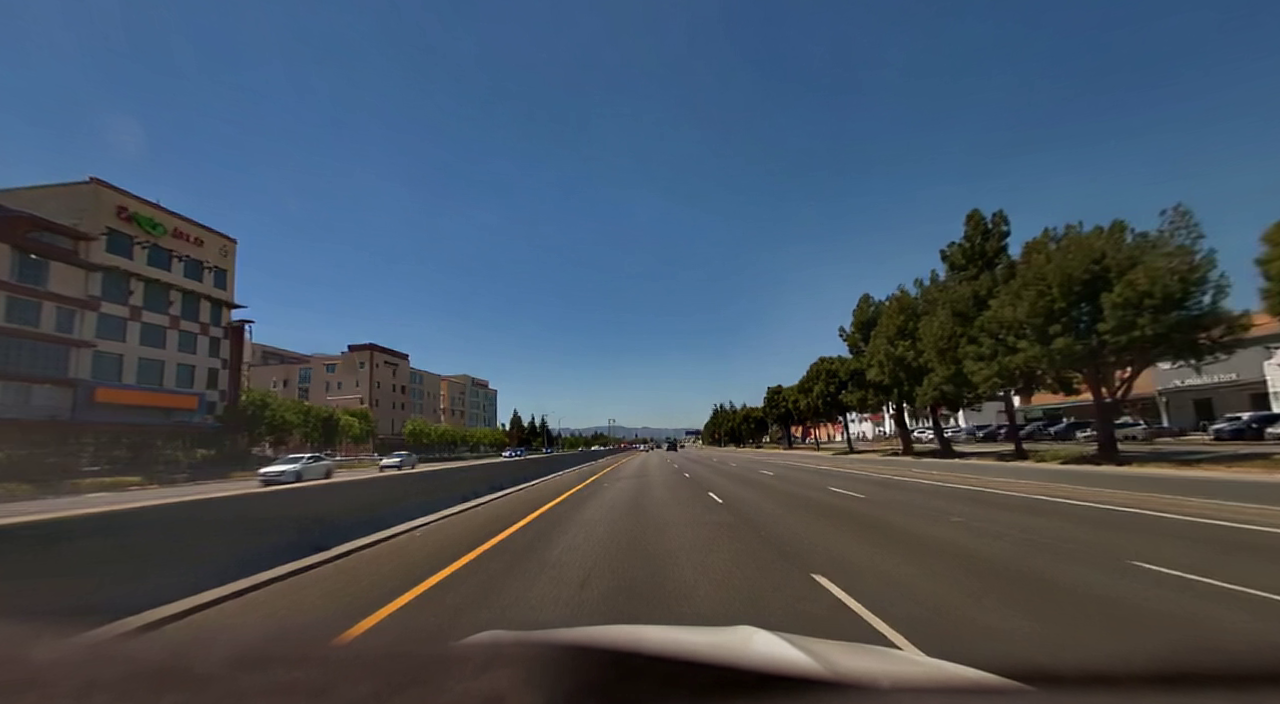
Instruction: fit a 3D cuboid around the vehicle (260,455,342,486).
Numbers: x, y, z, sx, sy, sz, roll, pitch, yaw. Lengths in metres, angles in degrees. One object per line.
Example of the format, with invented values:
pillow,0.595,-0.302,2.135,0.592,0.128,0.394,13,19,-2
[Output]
vehicle,-17.807,6.210,33.397,1.803,1.427,4.553,0,-8,0
